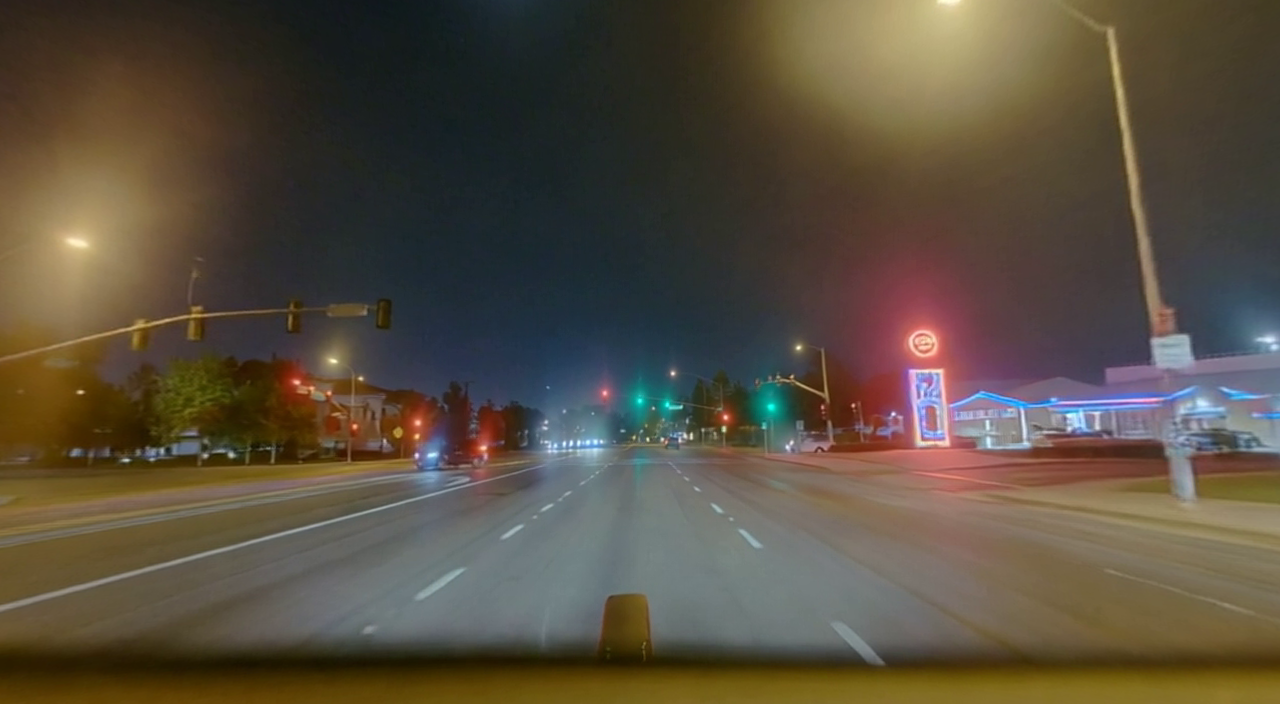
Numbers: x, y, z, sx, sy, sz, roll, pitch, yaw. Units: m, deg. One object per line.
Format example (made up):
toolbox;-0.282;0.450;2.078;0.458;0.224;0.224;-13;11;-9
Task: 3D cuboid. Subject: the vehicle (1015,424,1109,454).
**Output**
vehicle;22.372;4.617;33.385;4.694;1.481;1.884;4;-9;-26

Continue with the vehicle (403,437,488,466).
vehicle;-12.921;6.627;42.089;4.938;1.863;2.162;-1;-8;4
